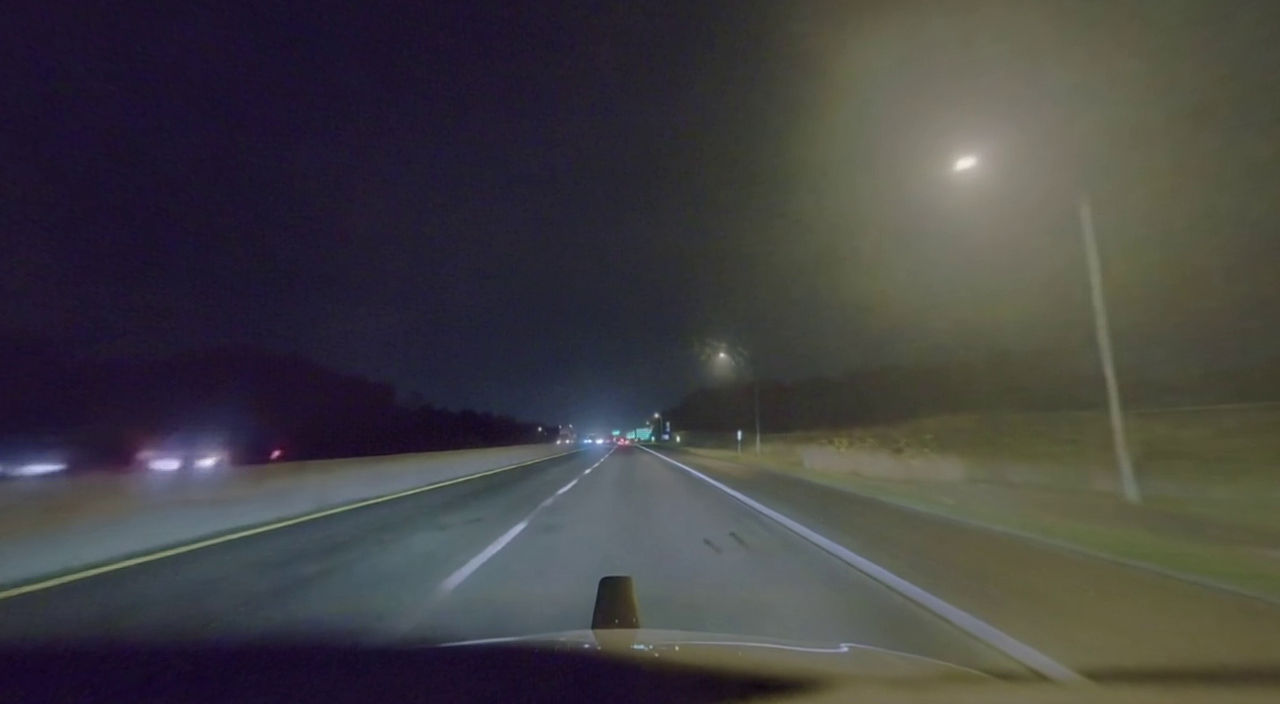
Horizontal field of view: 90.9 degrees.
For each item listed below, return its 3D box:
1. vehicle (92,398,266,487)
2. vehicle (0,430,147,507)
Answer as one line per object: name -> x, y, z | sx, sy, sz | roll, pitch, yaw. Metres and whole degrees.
vehicle -> -15.600, 3.097, 21.773 | 2.372, 2.705, 4.535 | -1, -8, 2
vehicle -> -15.619, 2.871, 15.895 | 2.053, 1.724, 5.287 | 0, -8, 1
